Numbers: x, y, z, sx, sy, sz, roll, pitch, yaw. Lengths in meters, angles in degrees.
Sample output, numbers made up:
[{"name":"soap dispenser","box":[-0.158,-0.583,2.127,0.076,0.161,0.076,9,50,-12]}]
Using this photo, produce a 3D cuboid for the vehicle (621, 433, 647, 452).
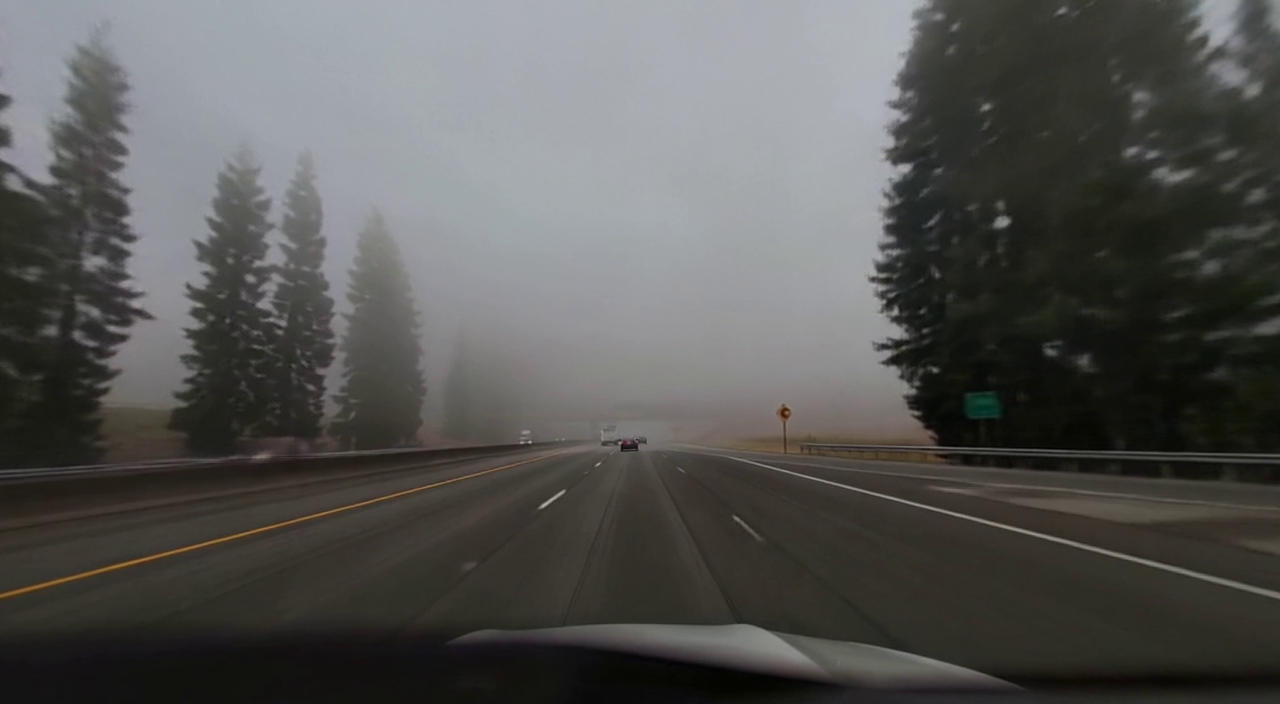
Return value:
[{"name":"vehicle","box":[-0.547,7.108,49.518,1.952,1.438,3.702,0,-8,-2]}]
